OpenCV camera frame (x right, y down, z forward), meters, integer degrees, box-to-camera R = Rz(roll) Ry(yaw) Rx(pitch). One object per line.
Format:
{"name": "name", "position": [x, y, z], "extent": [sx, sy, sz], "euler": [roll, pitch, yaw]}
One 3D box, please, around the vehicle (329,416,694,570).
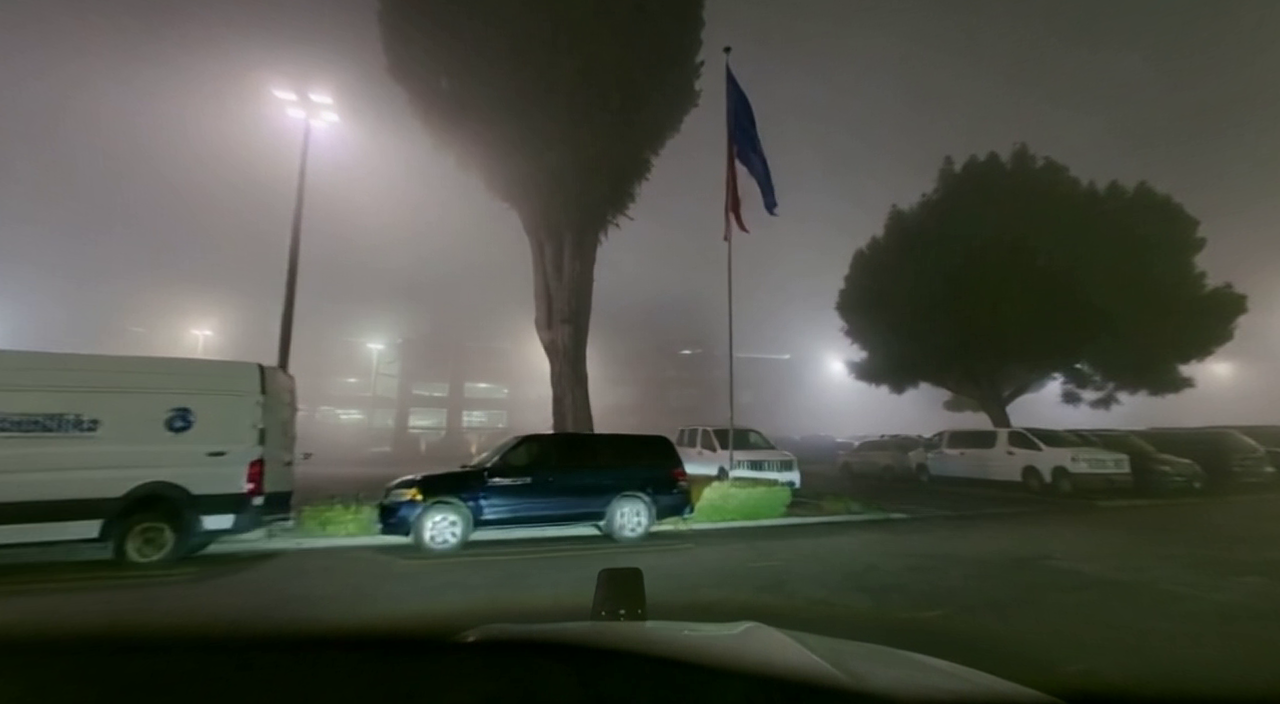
{"name": "vehicle", "position": [-1.864, 2.017, 9.748], "extent": [4.992, 1.894, 2.043], "euler": [4, -8, -21]}

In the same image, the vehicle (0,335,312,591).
{"name": "vehicle", "position": [-7.614, 1.328, 7.858], "extent": [5.899, 2.757, 2.257], "euler": [3, -9, -21]}

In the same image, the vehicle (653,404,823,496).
{"name": "vehicle", "position": [2.652, 2.965, 19.334], "extent": [2.491, 2.324, 5.986], "euler": [3, -9, -20]}

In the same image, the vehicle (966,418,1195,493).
{"name": "vehicle", "position": [15.450, 3.637, 22.858], "extent": [2.242, 2.227, 6.505], "euler": [1, -8, -21]}

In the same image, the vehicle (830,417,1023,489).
{"name": "vehicle", "position": [9.855, 3.553, 22.691], "extent": [2.228, 2.126, 6.632], "euler": [1, -8, -19]}
